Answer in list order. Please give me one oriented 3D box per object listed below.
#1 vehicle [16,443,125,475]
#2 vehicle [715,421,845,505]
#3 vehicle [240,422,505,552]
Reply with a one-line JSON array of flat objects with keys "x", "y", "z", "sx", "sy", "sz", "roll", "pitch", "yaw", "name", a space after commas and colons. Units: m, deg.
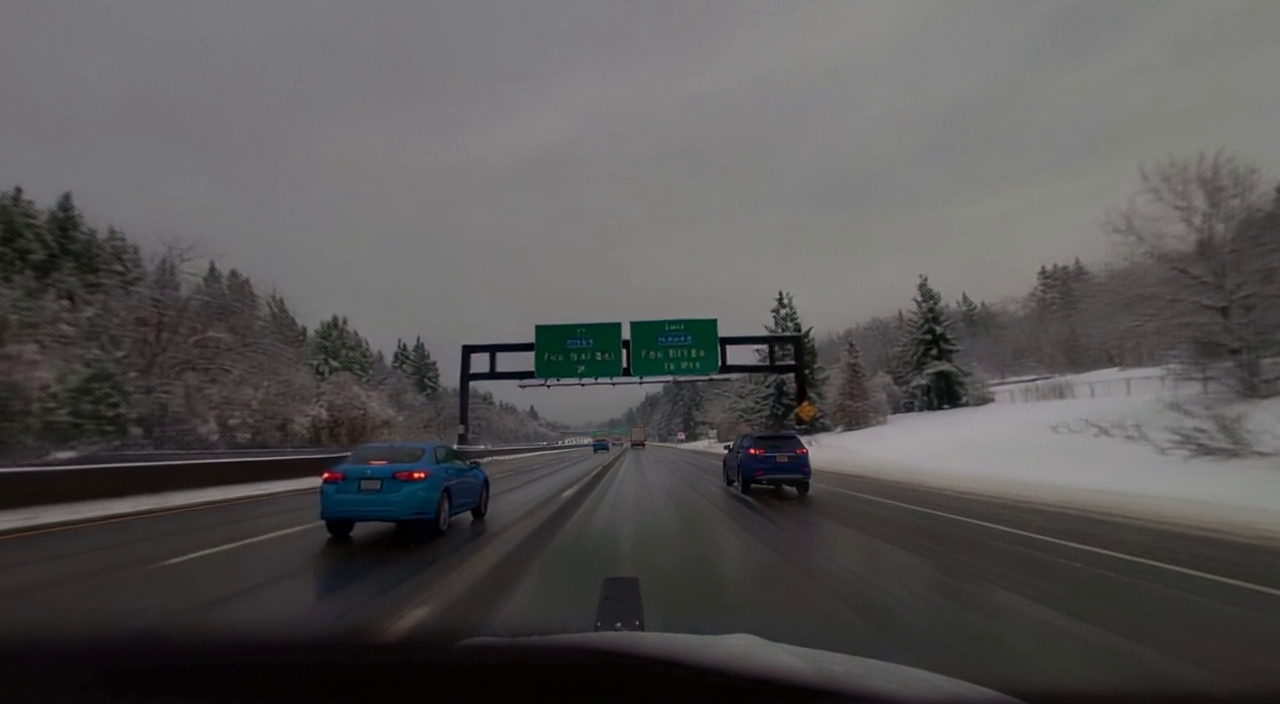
[{"x": -32.894, "y": 6.202, "z": 36.730, "sx": 1.946, "sy": 1.720, "sz": 4.746, "roll": 0, "pitch": -9, "yaw": -1, "name": "vehicle"}, {"x": 3.139, "y": 2.598, "z": 15.152, "sx": 2.053, "sy": 1.714, "sz": 4.097, "roll": 0, "pitch": -9, "yaw": -1, "name": "vehicle"}, {"x": -3.808, "y": 2.030, "z": 10.263, "sx": 2.118, "sy": 1.573, "sz": 4.940, "roll": 0, "pitch": -9, "yaw": 0, "name": "vehicle"}]
